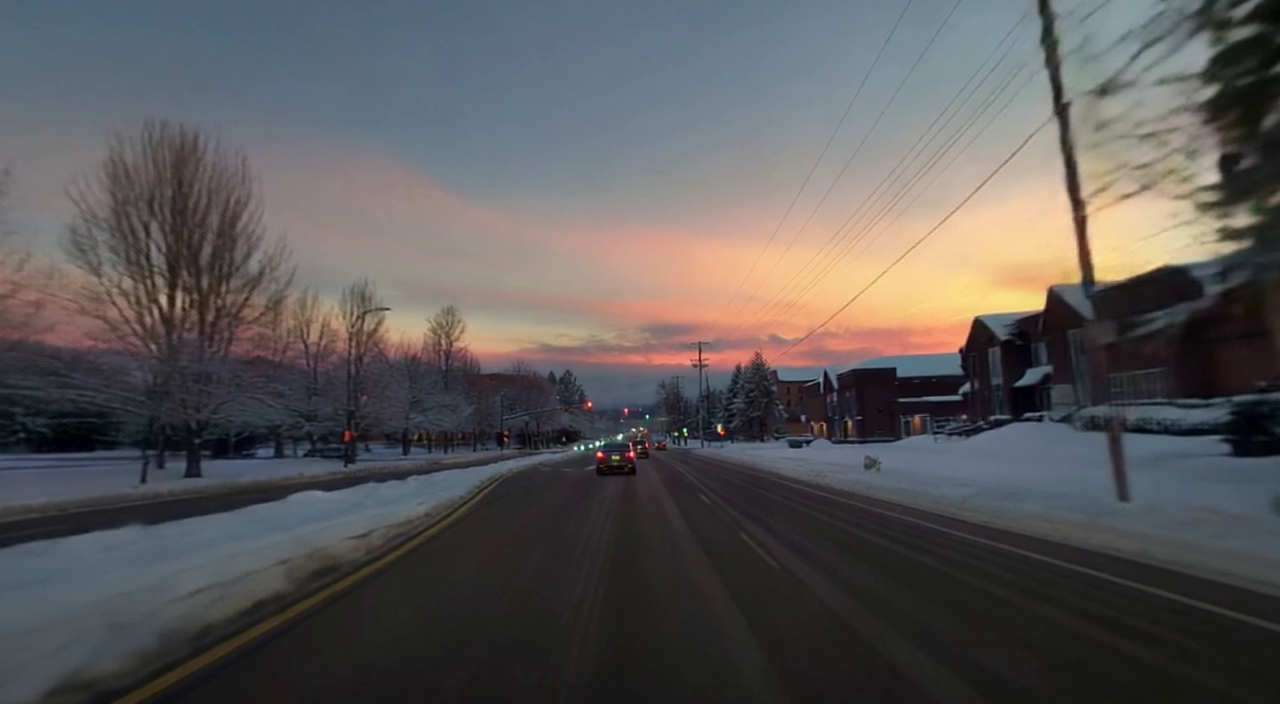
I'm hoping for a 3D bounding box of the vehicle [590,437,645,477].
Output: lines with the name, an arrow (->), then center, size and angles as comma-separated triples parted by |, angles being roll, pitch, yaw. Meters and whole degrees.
vehicle -> -0.868, 4.254, 25.792 | 2.075, 1.470, 3.962 | 0, -8, 0
